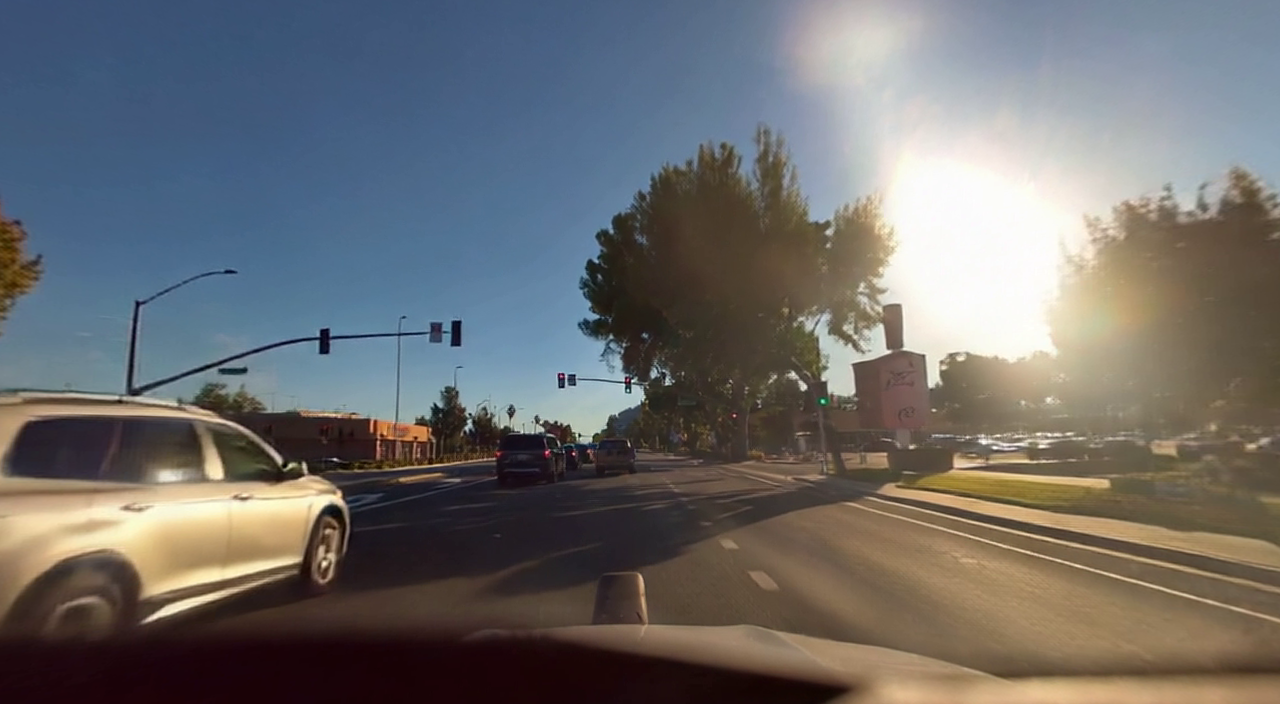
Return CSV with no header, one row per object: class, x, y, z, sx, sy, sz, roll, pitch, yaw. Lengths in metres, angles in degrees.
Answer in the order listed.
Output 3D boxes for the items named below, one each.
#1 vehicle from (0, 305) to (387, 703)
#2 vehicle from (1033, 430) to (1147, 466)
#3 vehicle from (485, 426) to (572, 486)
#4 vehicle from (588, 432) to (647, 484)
vehicle,-3.702,0.963,3.963,2.159,1.877,4.925,0,-8,0
vehicle,26.490,5.673,37.316,5.039,1.877,2.076,-2,-8,0
vehicle,-4.043,3.911,24.096,2.252,1.999,5.605,0,-8,0
vehicle,-0.805,4.041,24.289,2.061,1.809,4.141,0,-8,-1
